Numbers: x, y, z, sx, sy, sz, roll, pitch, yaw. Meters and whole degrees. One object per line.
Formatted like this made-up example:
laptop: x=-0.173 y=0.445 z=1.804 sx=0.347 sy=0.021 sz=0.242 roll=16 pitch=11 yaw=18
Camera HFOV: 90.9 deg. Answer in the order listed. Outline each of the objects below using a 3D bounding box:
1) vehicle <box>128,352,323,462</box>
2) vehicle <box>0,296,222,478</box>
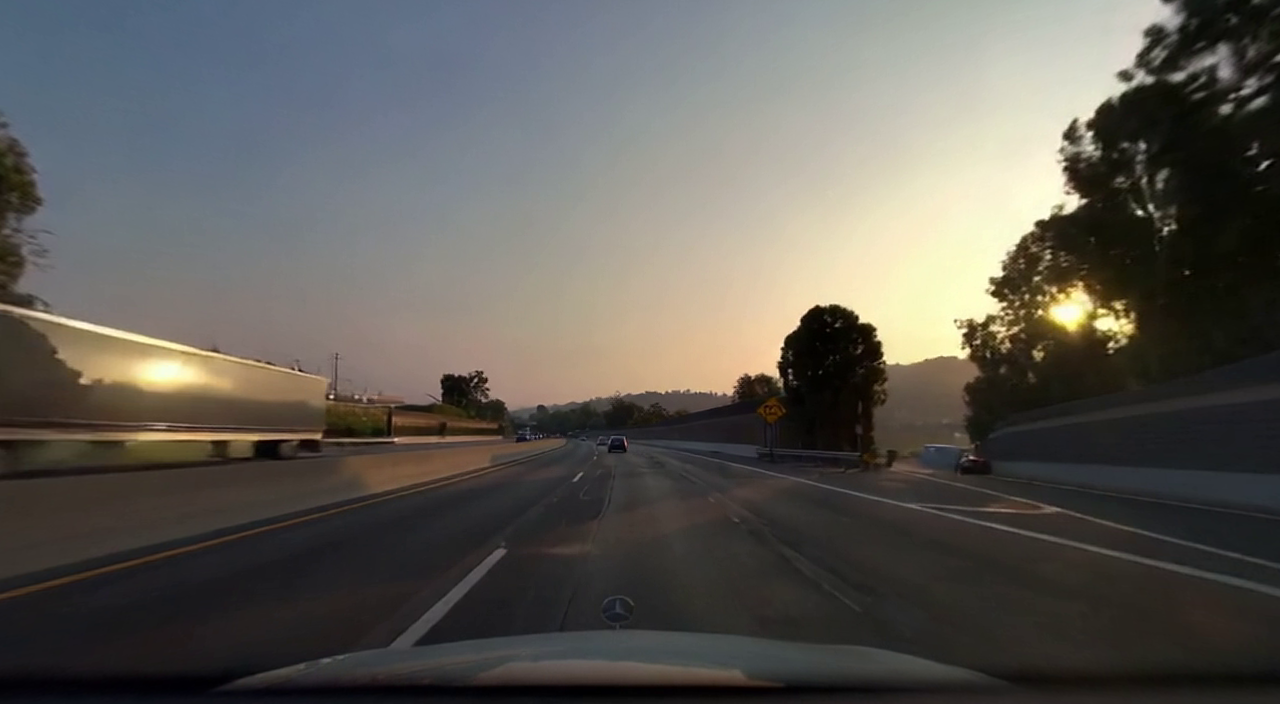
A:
vehicle: x=-17.037 y=2.512 z=26.887 sx=2.869 sy=4.000 sz=7.977 roll=0 pitch=-8 yaw=-1
vehicle: x=-16.817 y=1.120 z=17.221 sx=2.953 sy=4.309 sz=11.639 roll=0 pitch=-8 yaw=-1
